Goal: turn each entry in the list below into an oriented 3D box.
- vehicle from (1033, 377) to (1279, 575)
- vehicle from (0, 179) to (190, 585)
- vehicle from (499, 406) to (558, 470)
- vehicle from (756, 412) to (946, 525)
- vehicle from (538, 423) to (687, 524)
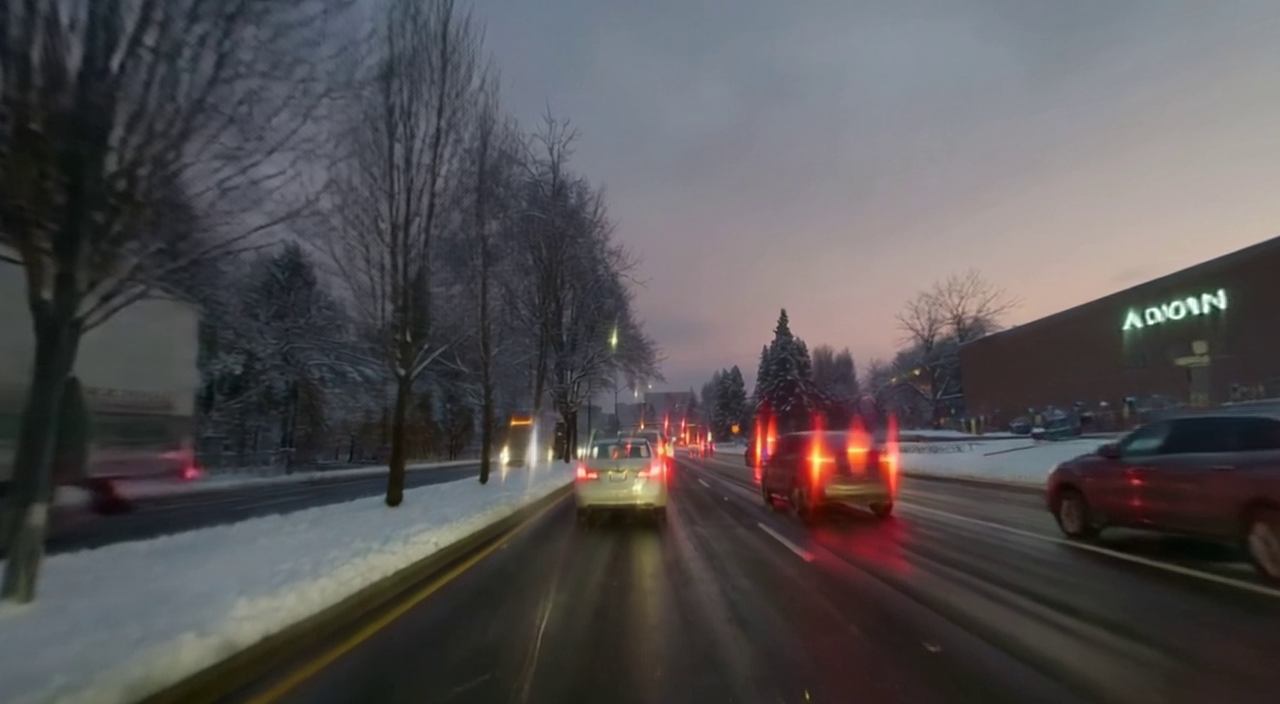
[{"bbox_3d":[7.588,1.434,7.578,2.425,1.936,5.081,0,-8,1],"label":"vehicle"},{"bbox_3d":[-8.433,-0.519,1.043,3.250,4.249,16.263,0,-8,1],"label":"vehicle"},{"bbox_3d":[-8.042,6.372,46.317,3.043,4.303,6.343,0,-8,1],"label":"vehicle"},{"bbox_3d":[3.741,2.175,12.220,2.090,1.763,4.560,0,-8,0],"label":"vehicle"},{"bbox_3d":[-0.426,2.214,11.912,2.315,1.563,4.080,0,-8,0],"label":"vehicle"}]
